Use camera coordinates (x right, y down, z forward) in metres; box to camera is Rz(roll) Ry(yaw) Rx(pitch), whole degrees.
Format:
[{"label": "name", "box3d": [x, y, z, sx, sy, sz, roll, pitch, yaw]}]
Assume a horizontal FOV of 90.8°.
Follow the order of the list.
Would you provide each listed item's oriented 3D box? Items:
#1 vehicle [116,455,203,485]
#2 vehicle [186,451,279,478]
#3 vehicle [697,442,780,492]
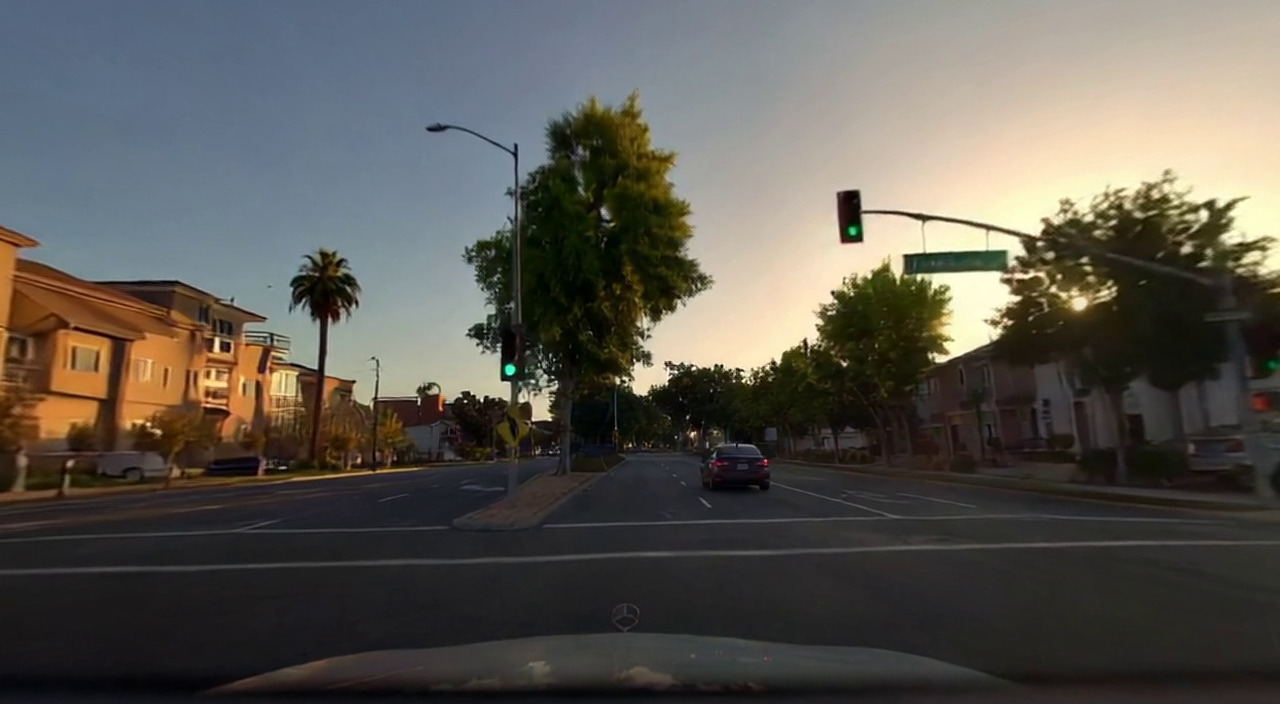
[{"label": "vehicle", "box3d": [-32.754, 8.006, 43.312, 2.095, 1.837, 5.014, 0, -9, -2]}, {"label": "vehicle", "box3d": [-27.094, 7.496, 42.160, 4.734, 1.717, 2.095, 0, -8, 1]}, {"label": "vehicle", "box3d": [3.093, 3.710, 20.770, 1.964, 1.448, 4.295, 0, -8, -1]}]
